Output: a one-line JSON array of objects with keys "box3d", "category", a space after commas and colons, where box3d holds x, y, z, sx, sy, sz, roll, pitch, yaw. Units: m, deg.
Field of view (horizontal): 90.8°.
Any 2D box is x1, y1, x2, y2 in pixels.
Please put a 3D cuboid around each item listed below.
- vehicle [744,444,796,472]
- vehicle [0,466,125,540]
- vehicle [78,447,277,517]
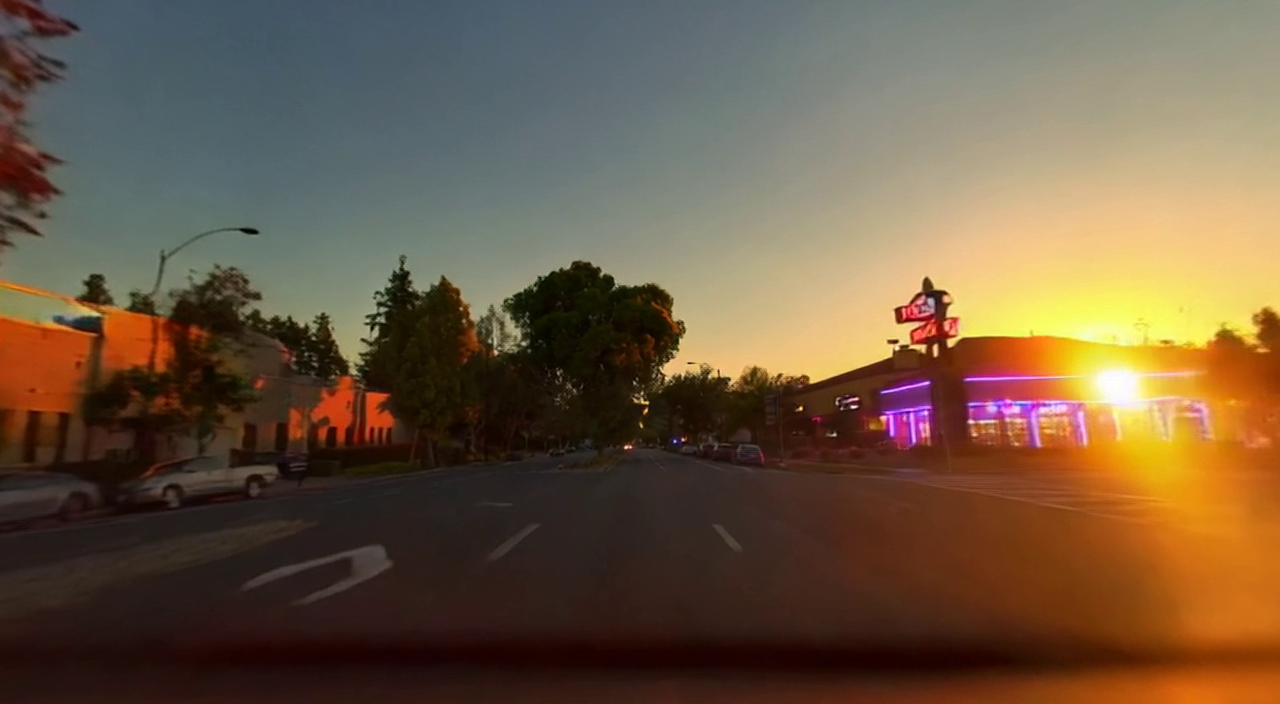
[{"box3d": [7.360, 6.061, 36.221, 2.057, 1.478, 4.356, 0, -9, 0], "category": "vehicle"}, {"box3d": [-14.798, 3.447, 14.485, 2.106, 1.479, 4.541, 0, -9, 1], "category": "vehicle"}, {"box3d": [-14.724, 4.123, 20.759, 2.164, 1.933, 5.804, 0, -9, 0], "category": "vehicle"}]
